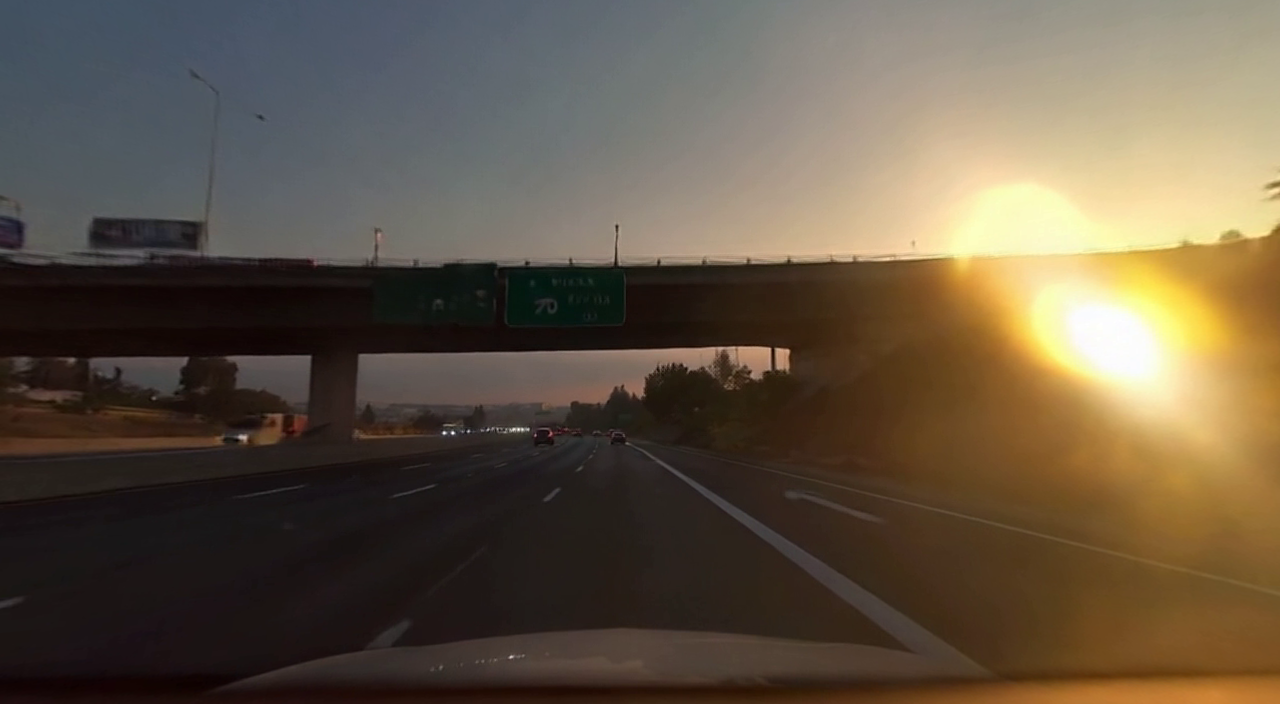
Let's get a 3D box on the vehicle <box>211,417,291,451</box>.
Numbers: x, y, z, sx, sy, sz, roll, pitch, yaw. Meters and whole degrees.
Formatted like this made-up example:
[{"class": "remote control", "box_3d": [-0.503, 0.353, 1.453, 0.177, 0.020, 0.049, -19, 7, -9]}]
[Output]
[{"class": "vehicle", "box_3d": [-30.178, 6.393, 49.117, 2.442, 2.453, 6.168, 0, -8, -2]}]
